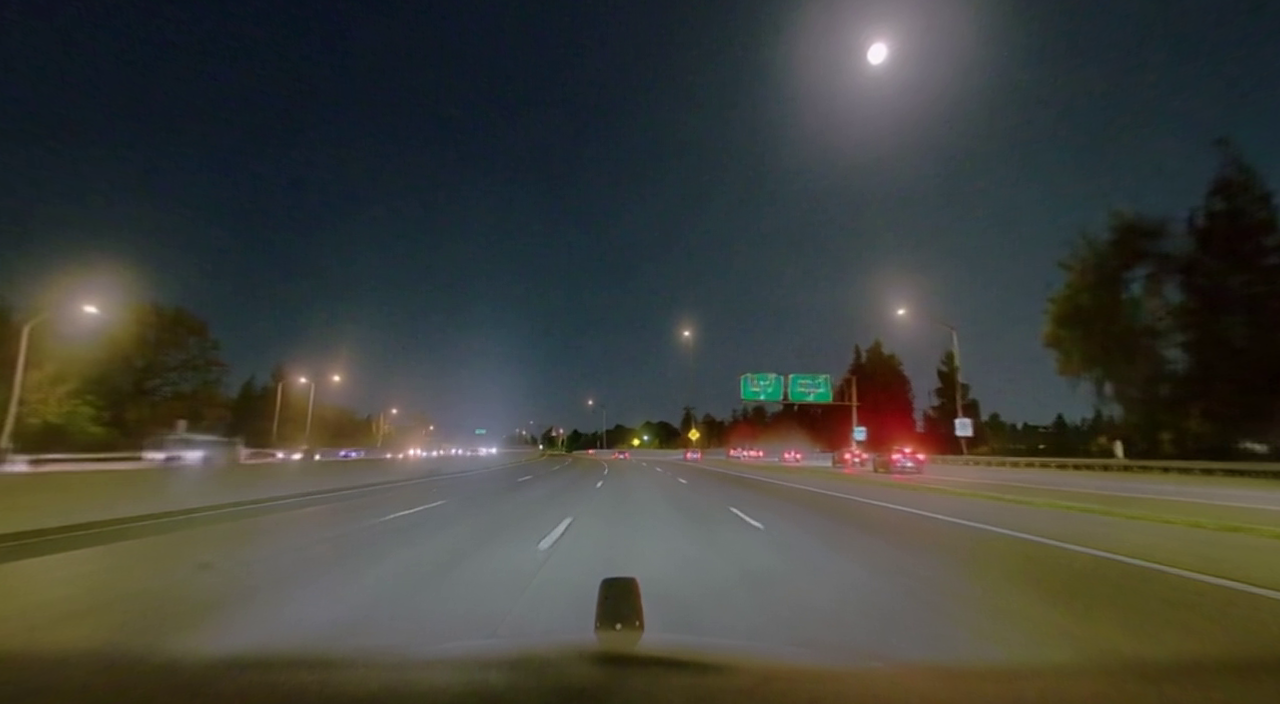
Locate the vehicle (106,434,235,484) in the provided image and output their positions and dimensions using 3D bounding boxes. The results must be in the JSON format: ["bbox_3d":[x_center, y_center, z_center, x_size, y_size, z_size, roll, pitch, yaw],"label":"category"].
[{"bbox_3d":[-20.328,4.637,27.609,2.029,1.975,4.759,0,-9,-1],"label":"vehicle"}]

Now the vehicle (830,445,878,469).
[{"bbox_3d":[15.478,7.604,45.777,1.955,1.607,4.232,0,-9,-2],"label":"vehicle"}]
